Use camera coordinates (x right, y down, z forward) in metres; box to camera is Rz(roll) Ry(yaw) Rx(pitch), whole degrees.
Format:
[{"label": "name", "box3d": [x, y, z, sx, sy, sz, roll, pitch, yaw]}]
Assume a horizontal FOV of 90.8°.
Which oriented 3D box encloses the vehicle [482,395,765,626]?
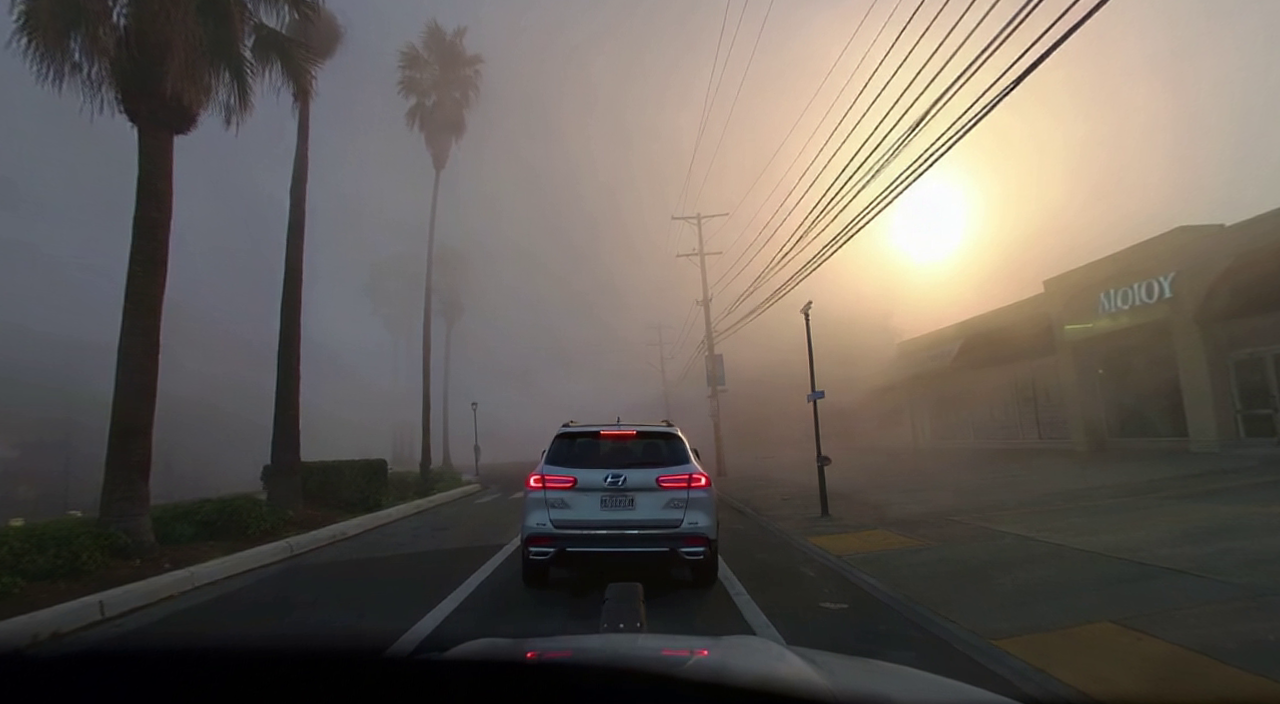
[{"label": "vehicle", "box3d": [-0.204, 1.451, 6.679, 2.105, 1.702, 3.750, 0, -8, -3]}]
